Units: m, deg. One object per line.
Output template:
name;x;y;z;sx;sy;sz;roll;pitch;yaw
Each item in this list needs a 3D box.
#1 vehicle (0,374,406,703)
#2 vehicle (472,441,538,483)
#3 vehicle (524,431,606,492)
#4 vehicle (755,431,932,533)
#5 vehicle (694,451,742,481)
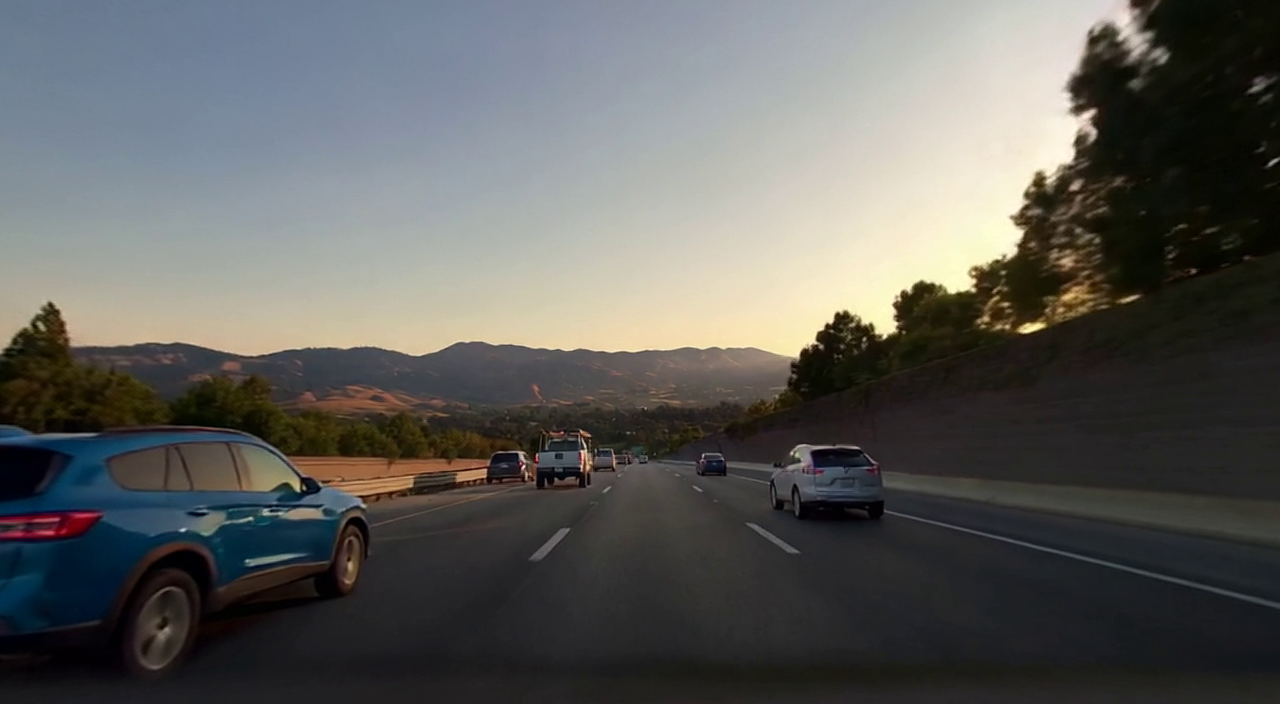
vehicle;-3.587;1.277;4.551;2.080;1.716;4.207;0;-9;1
vehicle;-6.661;5.516;31.685;2.149;1.922;4.976;0;-9;0
vehicle;-2.802;4.309;24.988;2.494;2.136;5.539;0;-9;1
vehicle;3.861;2.573;12.982;2.066;1.696;4.604;0;-9;0
vehicle;4.356;6.450;35.992;2.071;1.570;4.637;0;-9;-1
